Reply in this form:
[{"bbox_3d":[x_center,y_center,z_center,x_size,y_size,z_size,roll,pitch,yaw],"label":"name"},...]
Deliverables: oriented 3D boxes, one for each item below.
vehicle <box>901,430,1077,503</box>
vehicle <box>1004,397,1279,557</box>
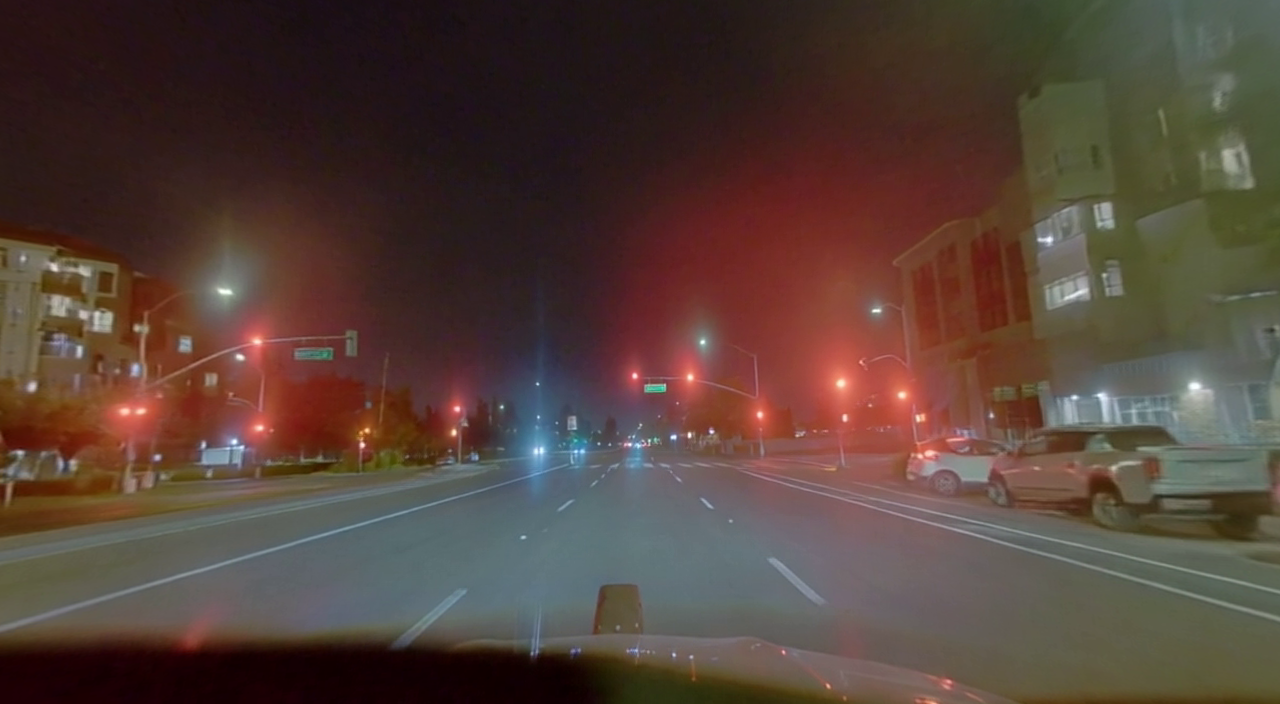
[{"bbox_3d":[8.125,2.692,15.235,1.943,1.485,3.984,0,-8,0],"label":"vehicle"},{"bbox_3d":[7.915,1.726,9.407,2.063,1.749,4.776,0,-8,0],"label":"vehicle"}]
